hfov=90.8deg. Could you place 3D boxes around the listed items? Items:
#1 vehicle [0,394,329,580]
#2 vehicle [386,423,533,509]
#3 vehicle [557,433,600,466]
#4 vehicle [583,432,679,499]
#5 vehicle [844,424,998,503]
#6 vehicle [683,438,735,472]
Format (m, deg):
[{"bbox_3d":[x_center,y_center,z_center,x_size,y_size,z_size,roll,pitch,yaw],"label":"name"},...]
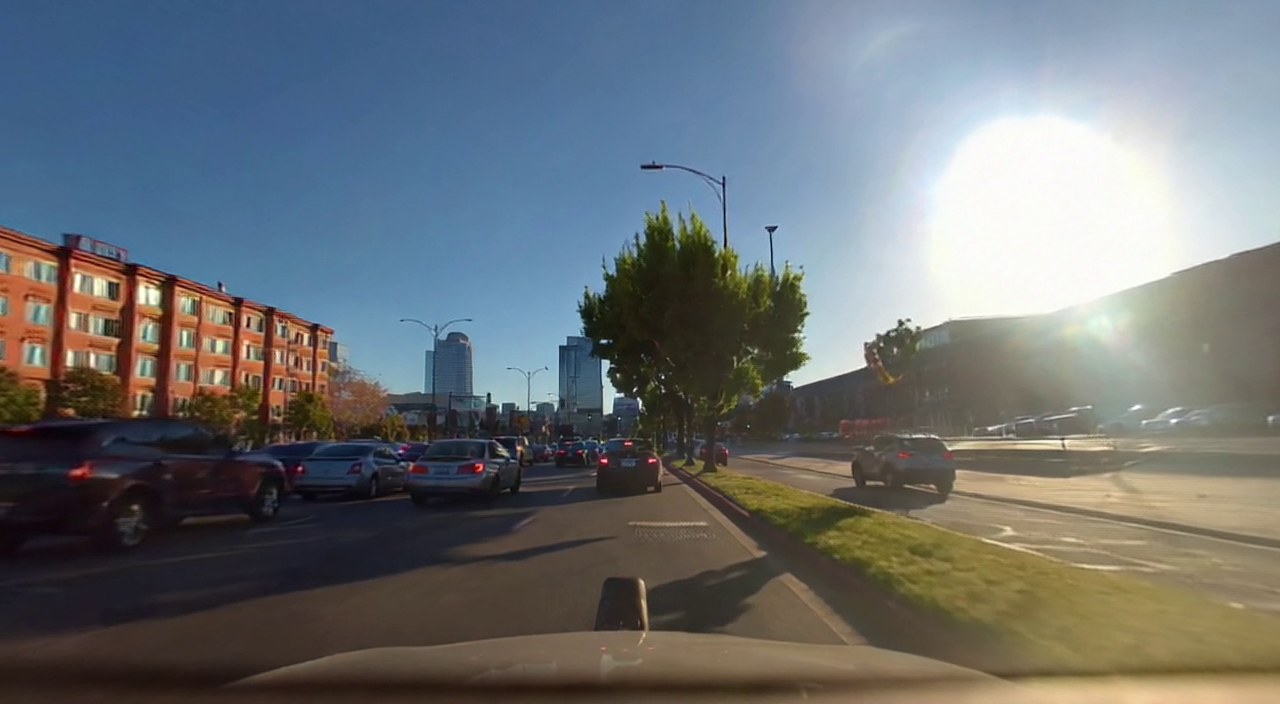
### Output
[{"bbox_3d":[-6.738,1.691,8.834,1.864,1.737,5.689,0,-9,0],"label":"vehicle"},{"bbox_3d":[-3.824,2.517,14.315,2.009,1.619,4.376,0,-9,1],"label":"vehicle"},{"bbox_3d":[-3.594,5.786,37.717,2.154,1.801,5.015,0,-9,-1],"label":"vehicle"},{"bbox_3d":[-0.224,2.879,16.392,2.161,1.501,4.184,0,-9,-1],"label":"vehicle"},{"bbox_3d":[6.724,2.716,15.723,1.889,1.681,4.120,0,-9,0],"label":"vehicle"},{"bbox_3d":[3.222,4.896,30.281,1.905,1.473,4.183,0,-9,-2],"label":"vehicle"}]
